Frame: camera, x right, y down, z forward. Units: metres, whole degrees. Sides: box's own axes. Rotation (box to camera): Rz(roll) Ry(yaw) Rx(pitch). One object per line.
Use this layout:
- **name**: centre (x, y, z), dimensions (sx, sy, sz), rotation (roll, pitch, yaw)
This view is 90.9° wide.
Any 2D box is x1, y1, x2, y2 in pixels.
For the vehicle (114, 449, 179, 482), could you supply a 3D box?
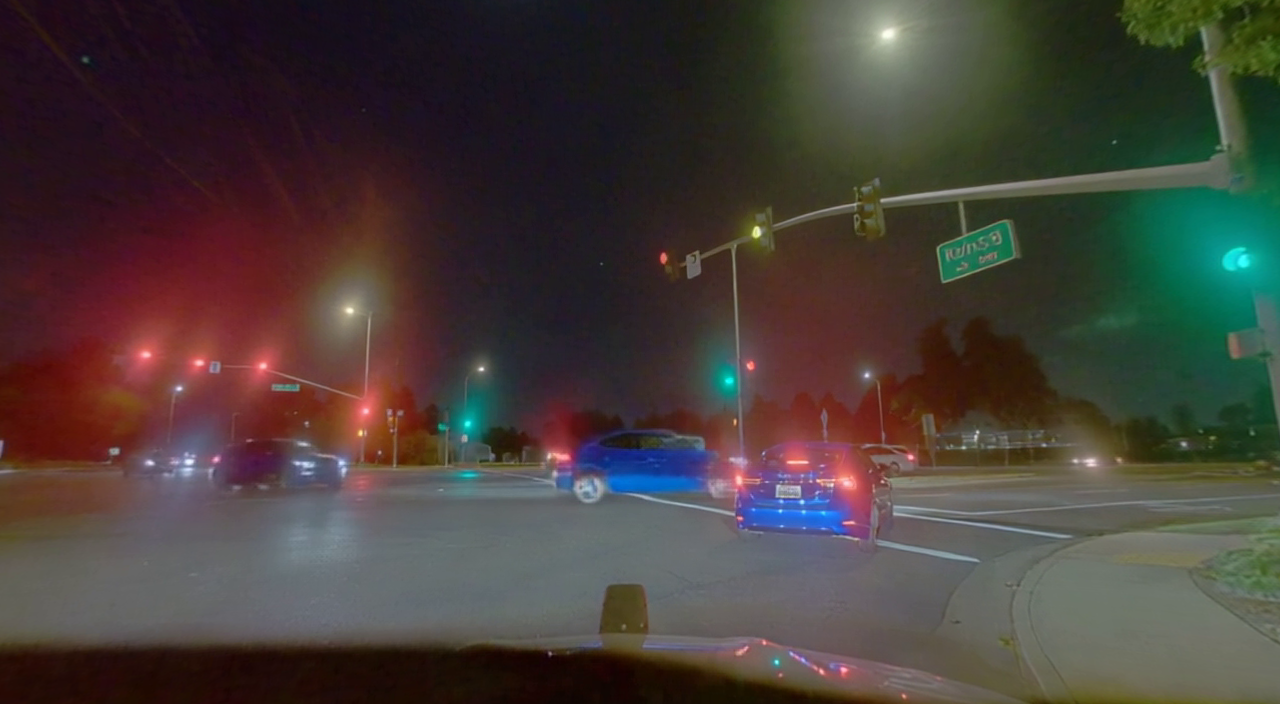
- **vehicle**: centre (-24.476, 5.544, 31.162), dimensions (1.953, 1.462, 4.589), rotation (8, -11, -43)

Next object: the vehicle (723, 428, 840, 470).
- **vehicle**: centre (7.351, 5.051, 32.578), dimensions (5.791, 1.964, 2.199), rotation (5, -10, -27)

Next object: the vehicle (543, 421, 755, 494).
- **vehicle**: centre (0.207, 2.848, 17.156), dimensions (5.332, 1.807, 2.450), rotation (0, -8, -2)

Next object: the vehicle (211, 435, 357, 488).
- **vehicle**: centre (-11.402, 3.445, 20.098), dimensions (4.826, 1.484, 2.000), rotation (-6, -10, 33)

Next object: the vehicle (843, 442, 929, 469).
- **vehicle**: centre (13.833, 5.795, 35.420), dimensions (4.457, 1.429, 1.862), rotation (4, -9, -26)
